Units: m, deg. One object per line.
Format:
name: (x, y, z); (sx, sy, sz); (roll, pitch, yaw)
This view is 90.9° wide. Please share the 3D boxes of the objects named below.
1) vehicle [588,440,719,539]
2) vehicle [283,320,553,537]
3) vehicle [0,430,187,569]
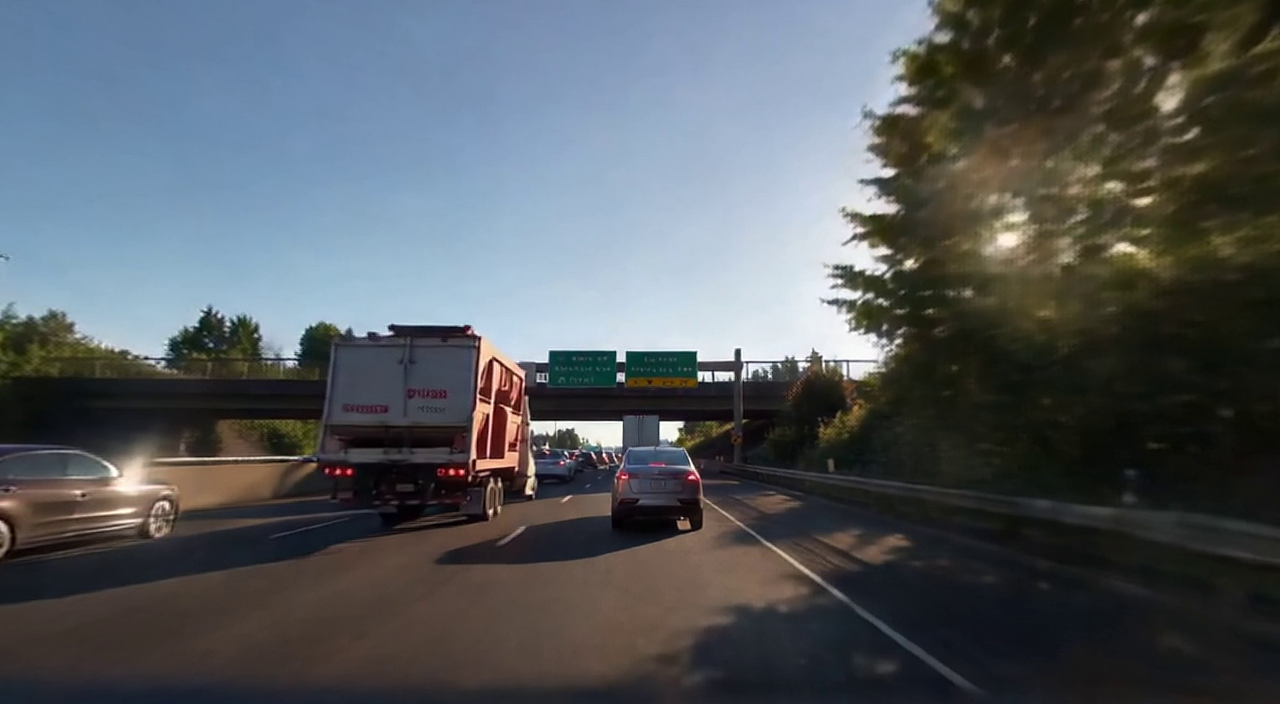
vehicle: (0.206, 2.375, 11.389); (1.995, 1.495, 3.380); (0, -9, 0)
vehicle: (-3.880, 1.741, 13.499); (2.832, 3.293, 7.782); (0, -9, 1)
vehicle: (-7.865, 1.683, 7.348); (1.824, 1.489, 4.422); (0, -9, 1)
